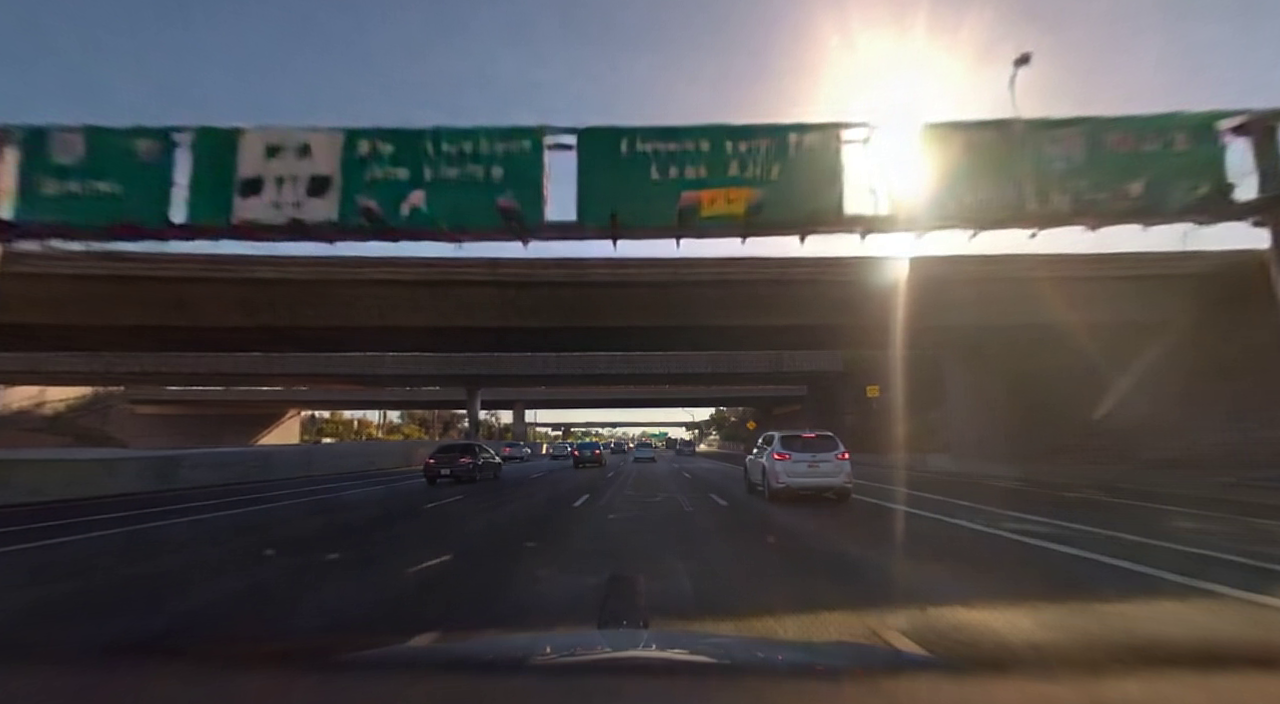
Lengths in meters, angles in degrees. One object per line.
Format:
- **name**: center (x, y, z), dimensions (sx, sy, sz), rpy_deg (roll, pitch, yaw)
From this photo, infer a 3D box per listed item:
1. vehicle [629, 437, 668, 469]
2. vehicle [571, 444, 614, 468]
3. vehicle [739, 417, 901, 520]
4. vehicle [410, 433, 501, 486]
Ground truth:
- **vehicle**: center (0.506, 5.833, 36.714), dimensions (2.133, 1.739, 3.925), rpy_deg (0, -8, 1)
- **vehicle**: center (-2.875, 6.394, 39.114), dimensions (2.205, 1.406, 4.286), rpy_deg (0, -8, 1)
- **vehicle**: center (3.582, 2.415, 13.648), dimensions (2.083, 1.823, 4.627), rpy_deg (0, -8, -1)
- **vehicle**: center (-6.448, 3.783, 22.546), dimensions (1.946, 1.688, 4.019), rpy_deg (0, -8, 1)
